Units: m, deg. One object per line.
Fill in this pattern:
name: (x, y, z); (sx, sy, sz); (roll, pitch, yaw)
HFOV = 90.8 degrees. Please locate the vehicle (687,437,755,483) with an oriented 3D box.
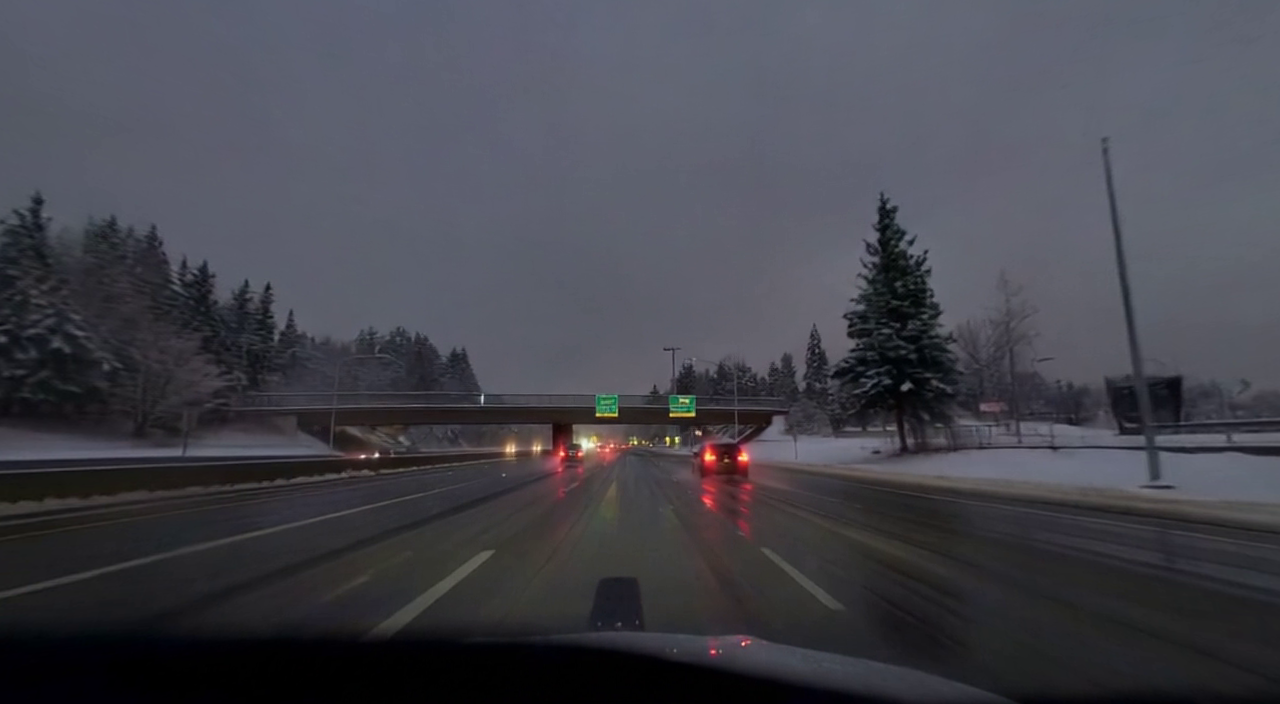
vehicle: (3.117, 4.253, 25.217); (1.997, 1.686, 4.247); (0, -8, -2)

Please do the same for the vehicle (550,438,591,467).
vehicle: (-4.506, 6.603, 41.578); (2.176, 1.779, 4.755); (0, -8, 0)
